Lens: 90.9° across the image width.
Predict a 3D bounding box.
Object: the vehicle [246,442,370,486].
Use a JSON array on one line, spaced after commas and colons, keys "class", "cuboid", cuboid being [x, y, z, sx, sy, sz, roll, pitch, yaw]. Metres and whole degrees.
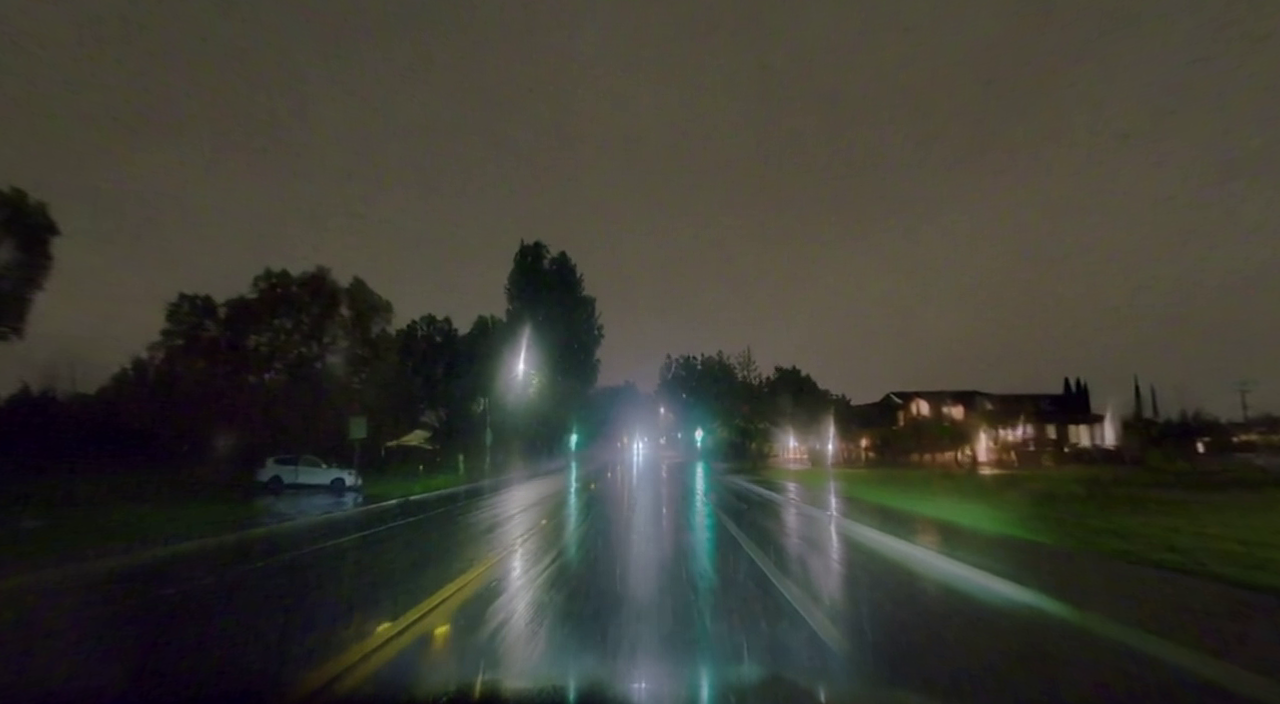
[{"class": "vehicle", "cuboid": [-13.842, 4.639, 26.364, 4.310, 1.723, 1.915, -2, -9, 15]}]
